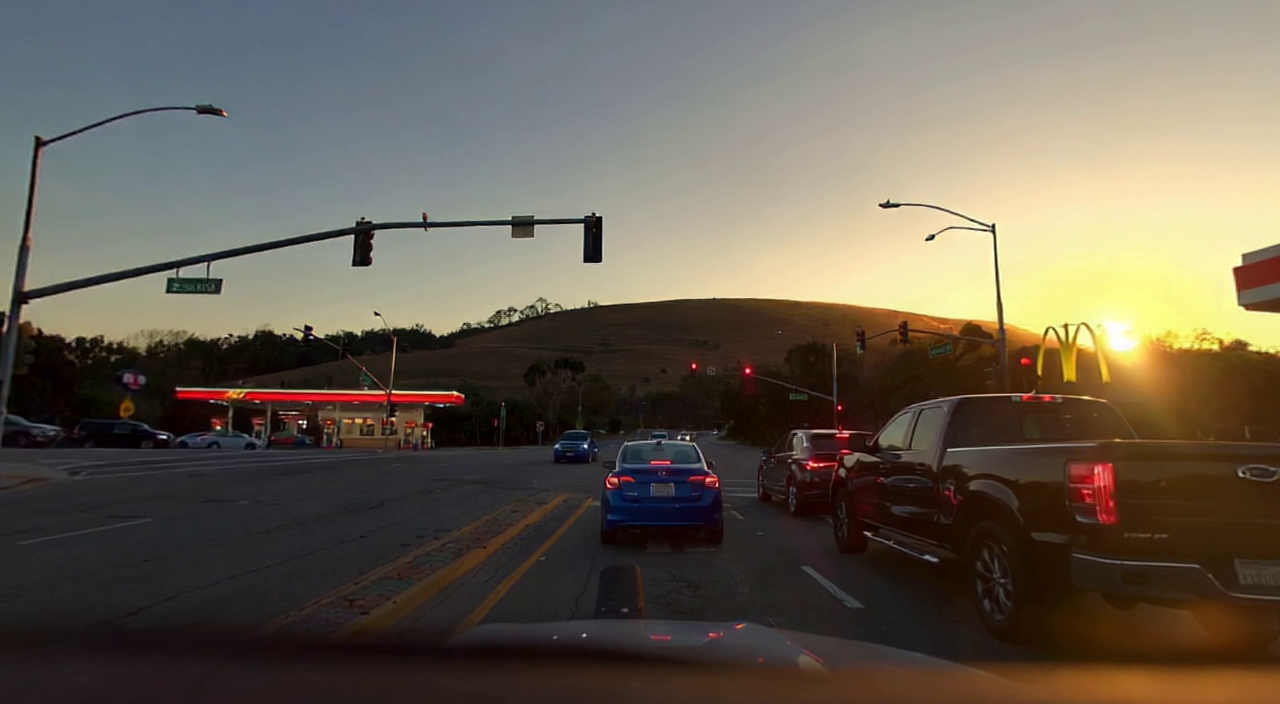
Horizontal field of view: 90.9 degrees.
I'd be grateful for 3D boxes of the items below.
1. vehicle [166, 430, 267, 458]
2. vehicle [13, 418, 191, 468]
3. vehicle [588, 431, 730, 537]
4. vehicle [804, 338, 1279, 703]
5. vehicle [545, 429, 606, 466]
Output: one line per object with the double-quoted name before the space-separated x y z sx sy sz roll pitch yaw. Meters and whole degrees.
"vehicle" -23.096 5.034 34.483 4.326 1.420 1.798 -1 -8 4
"vehicle" -19.671 3.361 23.204 4.742 1.720 2.107 -1 -8 5
"vehicle" 0.276 2.184 11.025 2.027 1.494 3.824 0 -8 0
"vehicle" 3.537 1.302 6.082 2.277 1.871 6.143 0 -8 0
"vehicle" -3.659 5.614 37.138 2.615 2.031 5.638 -1 -8 4
